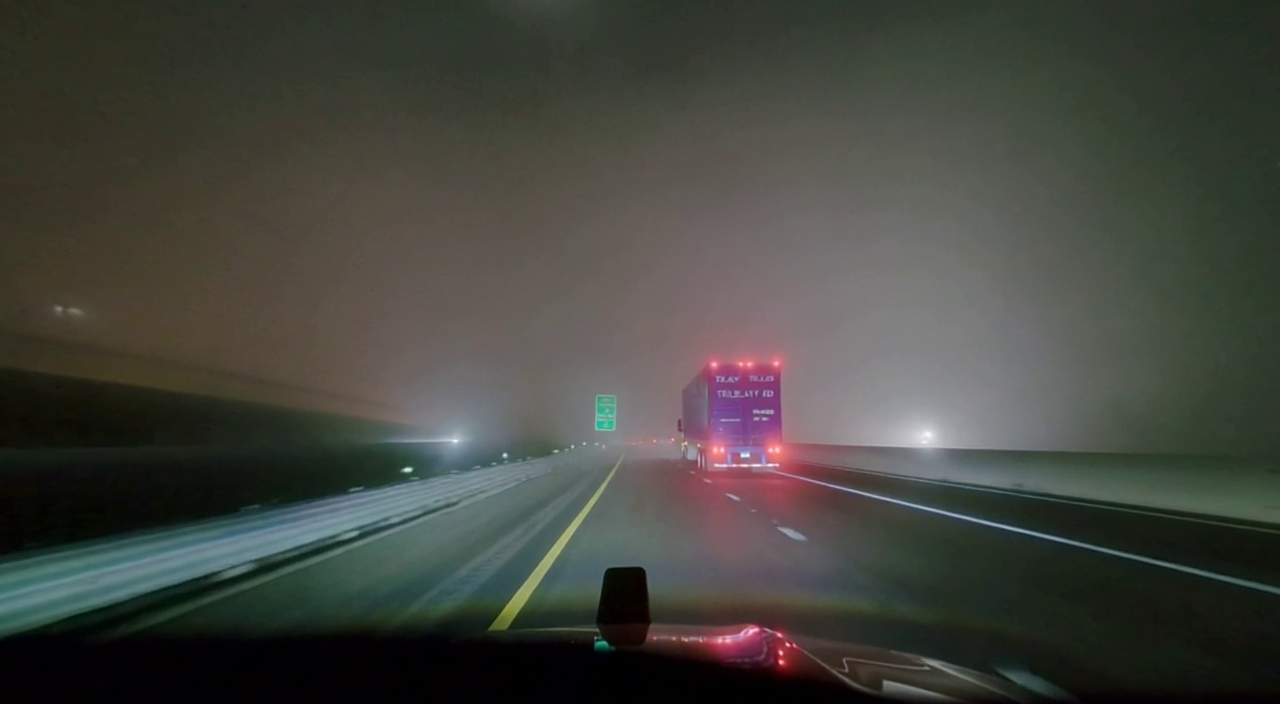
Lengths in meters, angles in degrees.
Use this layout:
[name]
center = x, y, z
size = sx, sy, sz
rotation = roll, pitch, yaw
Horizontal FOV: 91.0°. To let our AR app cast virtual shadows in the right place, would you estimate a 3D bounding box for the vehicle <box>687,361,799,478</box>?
[vehicle]
center = 4.124, 3.358, 29.123
size = 3.006, 4.093, 14.142
rotation = 0, -8, 1
